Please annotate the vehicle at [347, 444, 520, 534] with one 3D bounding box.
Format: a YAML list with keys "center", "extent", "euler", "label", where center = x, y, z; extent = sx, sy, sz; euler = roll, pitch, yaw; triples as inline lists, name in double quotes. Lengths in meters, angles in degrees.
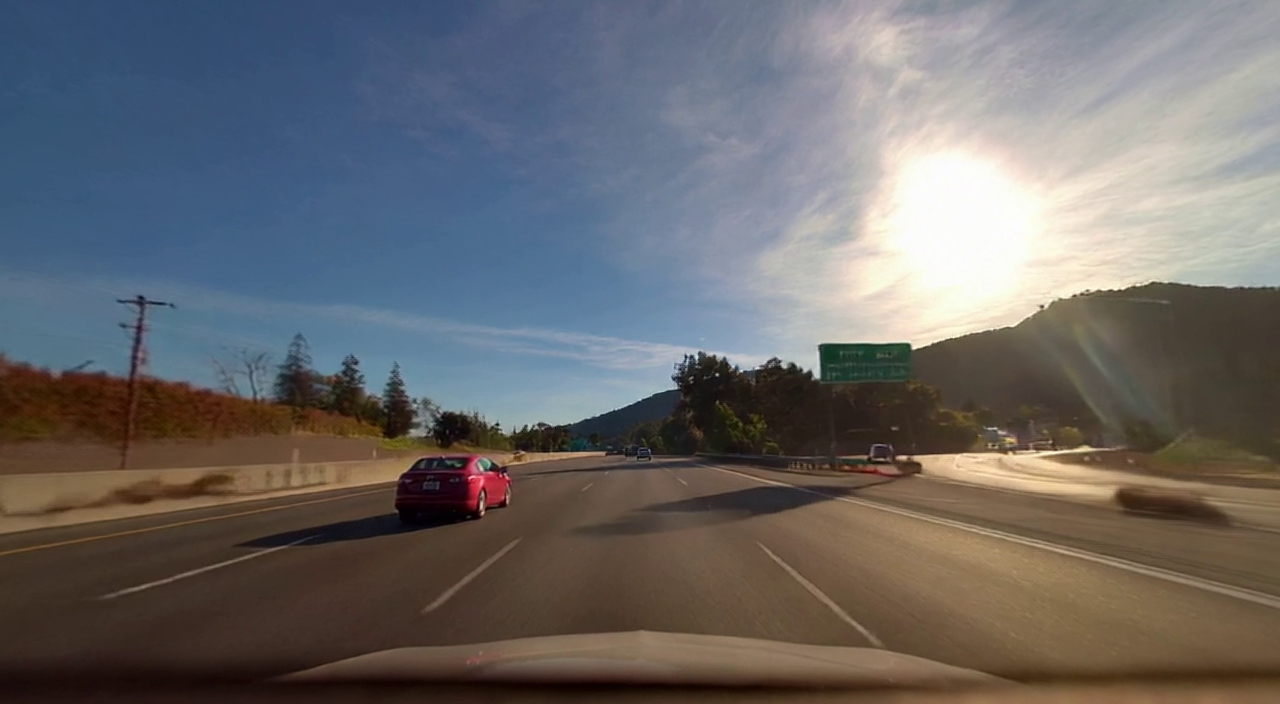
- center: [-3.812, 2.603, 12.624]
  extent: [1.873, 1.438, 4.546]
  euler: [-1, -9, 1]
  label: "vehicle"

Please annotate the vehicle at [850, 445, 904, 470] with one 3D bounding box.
- center: [14.528, 6.503, 38.913]
  extent: [1.805, 1.427, 4.447]
  euler: [-1, -9, 3]
  label: "vehicle"
